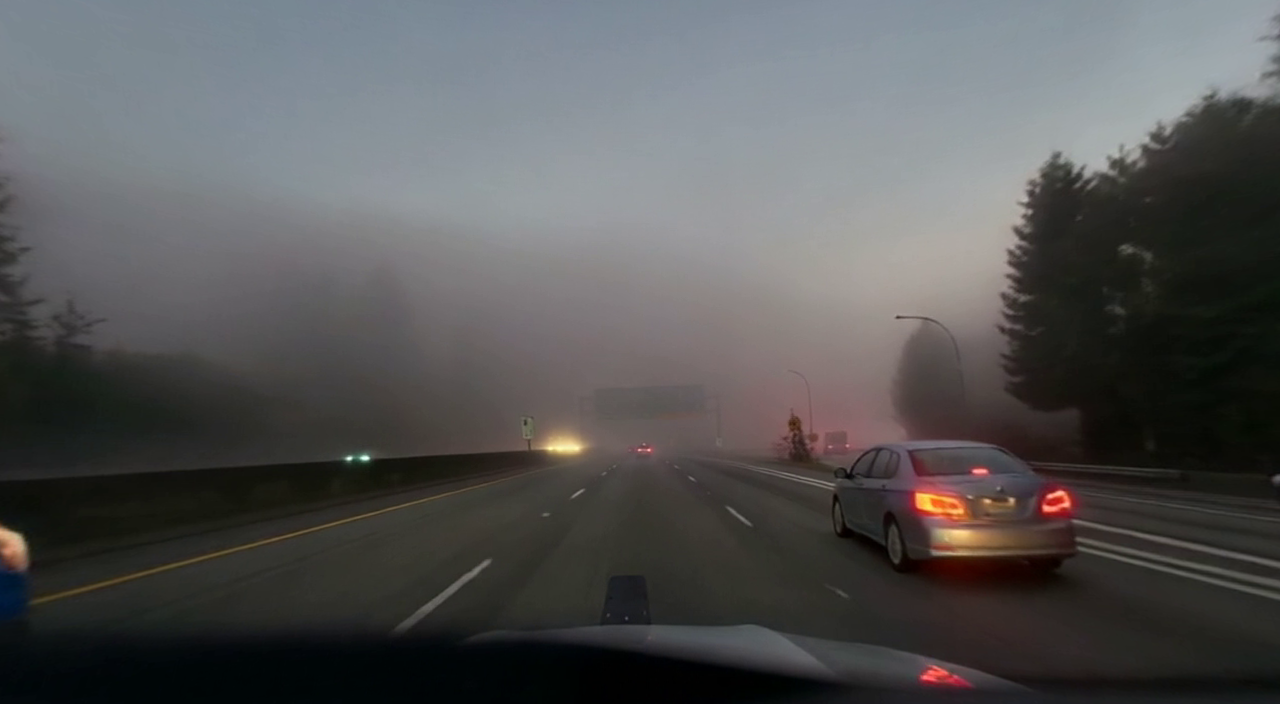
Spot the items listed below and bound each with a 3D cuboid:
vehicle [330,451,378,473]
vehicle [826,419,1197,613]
[{"bbox_3d":[-22.657,8.703,49.957,1.818,1.545,4.256,0,-8,0],"label":"vehicle"},{"bbox_3d":[3.702,1.667,7.302,1.909,1.599,3.943,0,-8,1],"label":"vehicle"}]
